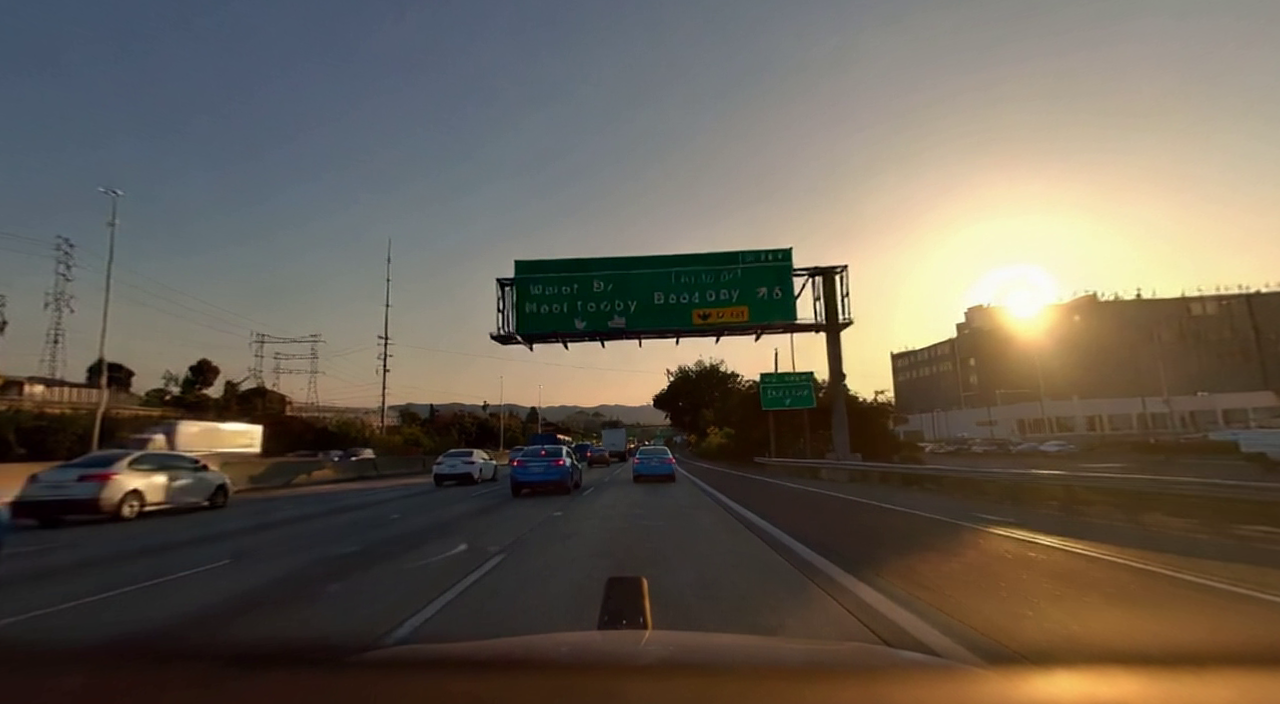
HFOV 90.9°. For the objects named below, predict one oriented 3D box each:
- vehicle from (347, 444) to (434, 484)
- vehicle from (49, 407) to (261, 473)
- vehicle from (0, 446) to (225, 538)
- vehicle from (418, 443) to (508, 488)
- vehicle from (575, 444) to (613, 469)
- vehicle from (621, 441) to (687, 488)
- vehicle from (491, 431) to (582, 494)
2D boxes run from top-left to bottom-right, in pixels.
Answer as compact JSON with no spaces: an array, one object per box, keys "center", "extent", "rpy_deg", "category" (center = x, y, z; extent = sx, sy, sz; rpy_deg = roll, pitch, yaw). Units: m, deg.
[{"center":[-10.137,4.541,25.977],"extent":[1.861,1.495,4.007],"rpy_deg":[0,-8,1],"category":"vehicle"},{"center":[-26.721,5.075,35.996],"extent":[2.965,3.126,11.235],"rpy_deg":[0,-8,1],"category":"vehicle"},{"center":[-10.030,2.474,11.821],"extent":[1.774,1.408,3.917],"rpy_deg":[0,-8,1],"category":"vehicle"},{"center":[-6.329,4.094,23.133],"extent":[1.933,1.439,4.441],"rpy_deg":[0,-8,1],"category":"vehicle"},{"center":[-2.916,6.771,40.992],"extent":[2.048,1.497,4.466],"rpy_deg":[0,-8,2],"category":"vehicle"},{"center":[0.465,3.875,22.142],"extent":[2.090,1.474,3.970],"rpy_deg":[0,-8,1],"category":"vehicle"},{"center":[-3.084,3.396,19.734],"extent":[2.007,1.730,4.412],"rpy_deg":[0,-8,1],"category":"vehicle"}]
